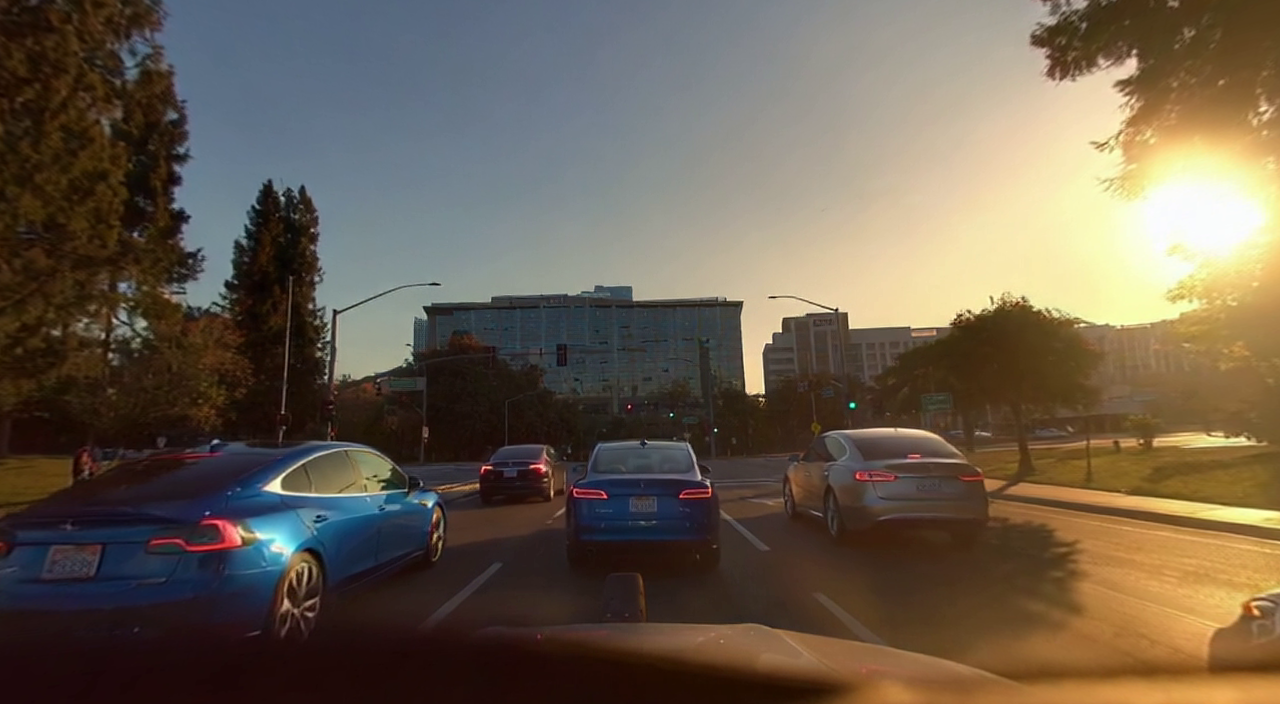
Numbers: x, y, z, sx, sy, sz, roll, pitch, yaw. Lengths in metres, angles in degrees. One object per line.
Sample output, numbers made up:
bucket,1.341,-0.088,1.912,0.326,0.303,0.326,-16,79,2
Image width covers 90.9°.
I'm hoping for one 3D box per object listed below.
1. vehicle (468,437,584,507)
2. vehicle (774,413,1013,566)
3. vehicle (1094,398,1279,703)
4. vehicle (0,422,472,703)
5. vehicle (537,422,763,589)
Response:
vehicle,-2.749,3.011,16.235,2.089,1.537,4.073,-1,-8,2
vehicle,3.420,1.907,9.481,1.938,1.732,4.006,1,-8,0
vehicle,3.302,0.714,0.837,1.951,1.522,4.614,0,-8,0
vehicle,-3.088,1.435,5.445,2.015,1.478,4.407,0,-8,0
vehicle,0.087,1.782,8.187,2.144,1.563,4.218,0,-8,0
